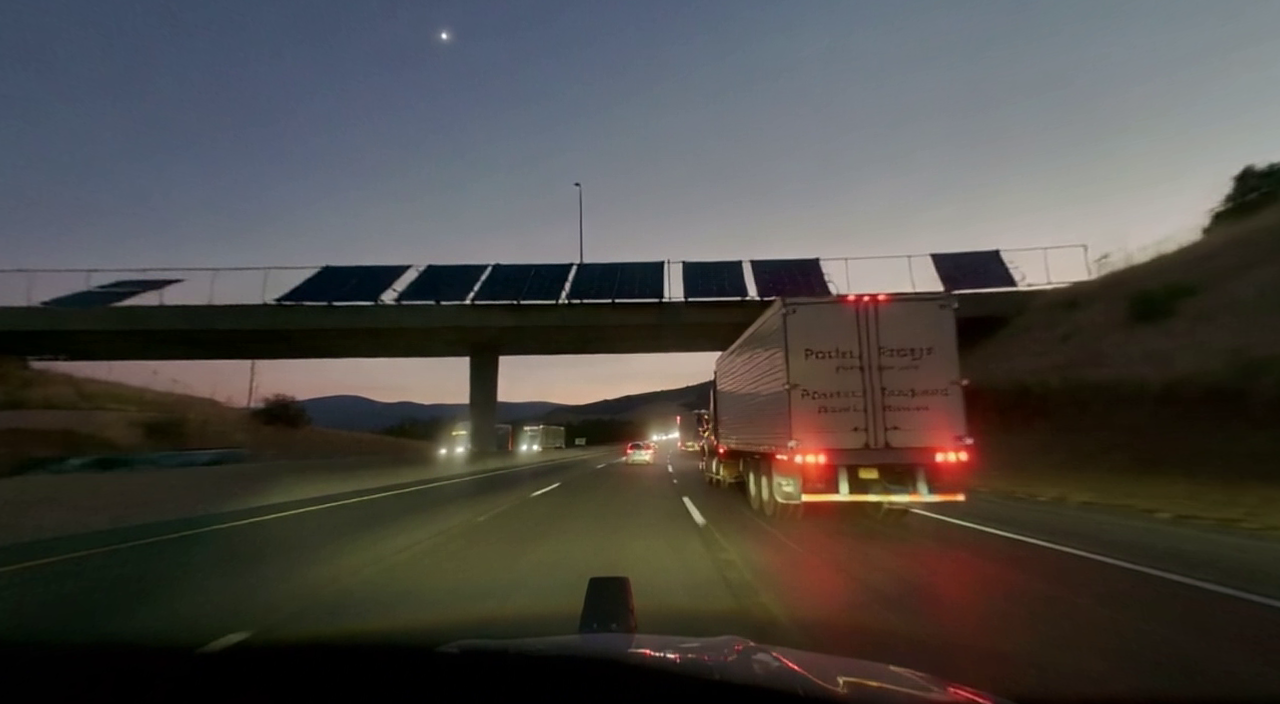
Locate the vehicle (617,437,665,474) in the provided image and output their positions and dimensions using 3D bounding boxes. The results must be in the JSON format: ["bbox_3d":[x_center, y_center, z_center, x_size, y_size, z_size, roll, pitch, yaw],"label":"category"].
[{"bbox_3d":[0.090,4.800,29.507,2.066,1.581,4.268,0,-8,1],"label":"vehicle"}]

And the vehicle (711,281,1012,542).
[{"bbox_3d":[3.592,1.486,13.770,2.967,3.633,10.015,0,-8,0],"label":"vehicle"}]
